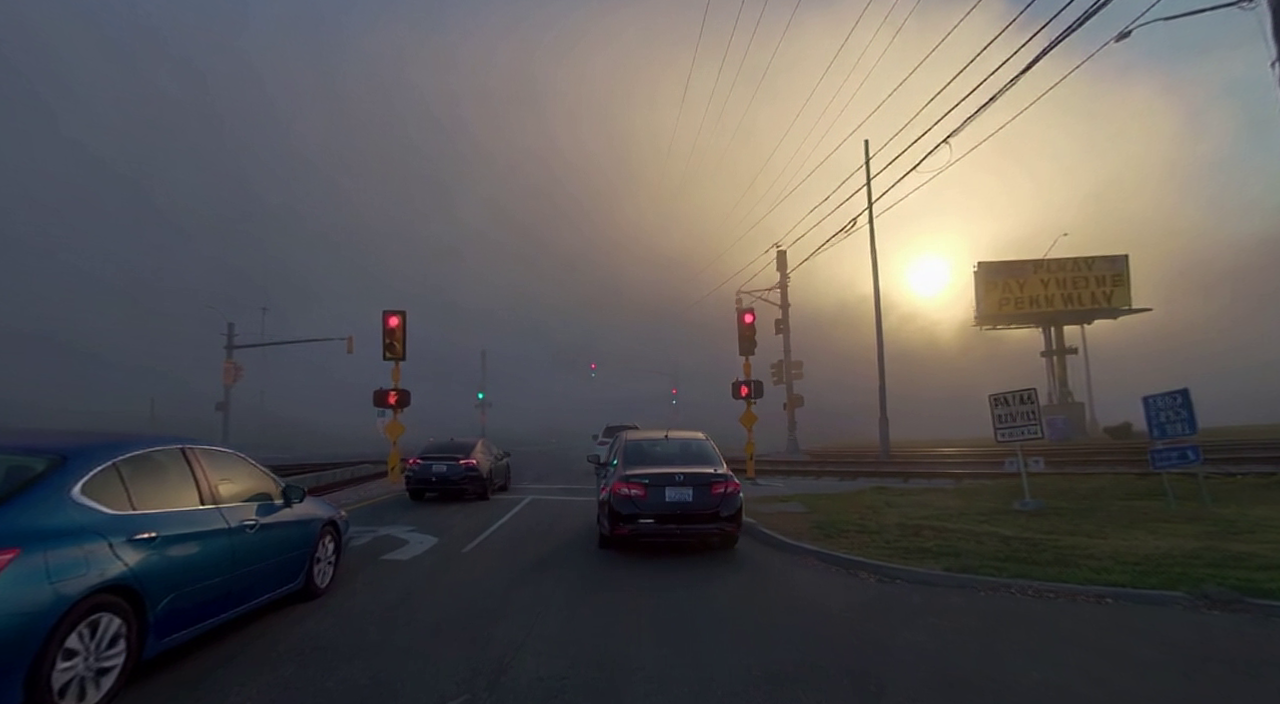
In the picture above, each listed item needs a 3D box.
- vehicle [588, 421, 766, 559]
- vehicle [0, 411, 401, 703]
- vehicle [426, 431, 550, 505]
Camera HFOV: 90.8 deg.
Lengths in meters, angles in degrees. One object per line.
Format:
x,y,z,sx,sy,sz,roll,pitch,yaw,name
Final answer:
0.321,1.849,9.140,1.998,1.529,3.960,0,-9,-3,vehicle
-3.705,1.317,4.856,1.956,1.468,4.585,0,-8,0,vehicle
-3.381,2.663,14.905,1.984,1.505,3.982,0,-8,-1,vehicle
